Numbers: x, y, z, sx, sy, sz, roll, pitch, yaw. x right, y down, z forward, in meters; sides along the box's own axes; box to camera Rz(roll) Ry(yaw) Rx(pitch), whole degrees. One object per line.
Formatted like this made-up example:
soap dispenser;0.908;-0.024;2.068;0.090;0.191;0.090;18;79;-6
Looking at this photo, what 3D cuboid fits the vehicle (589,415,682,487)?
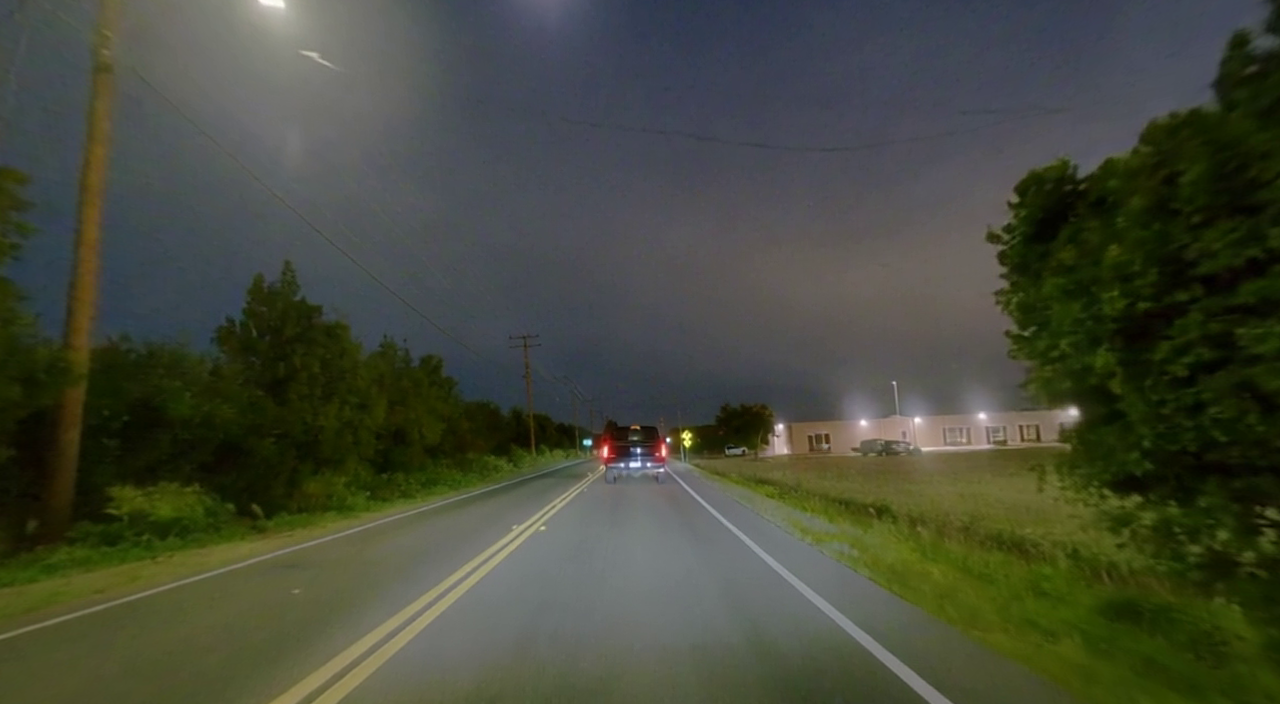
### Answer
vehicle;-0.226;3.790;24.369;3.021;2.326;7.410;0;-8;-1
